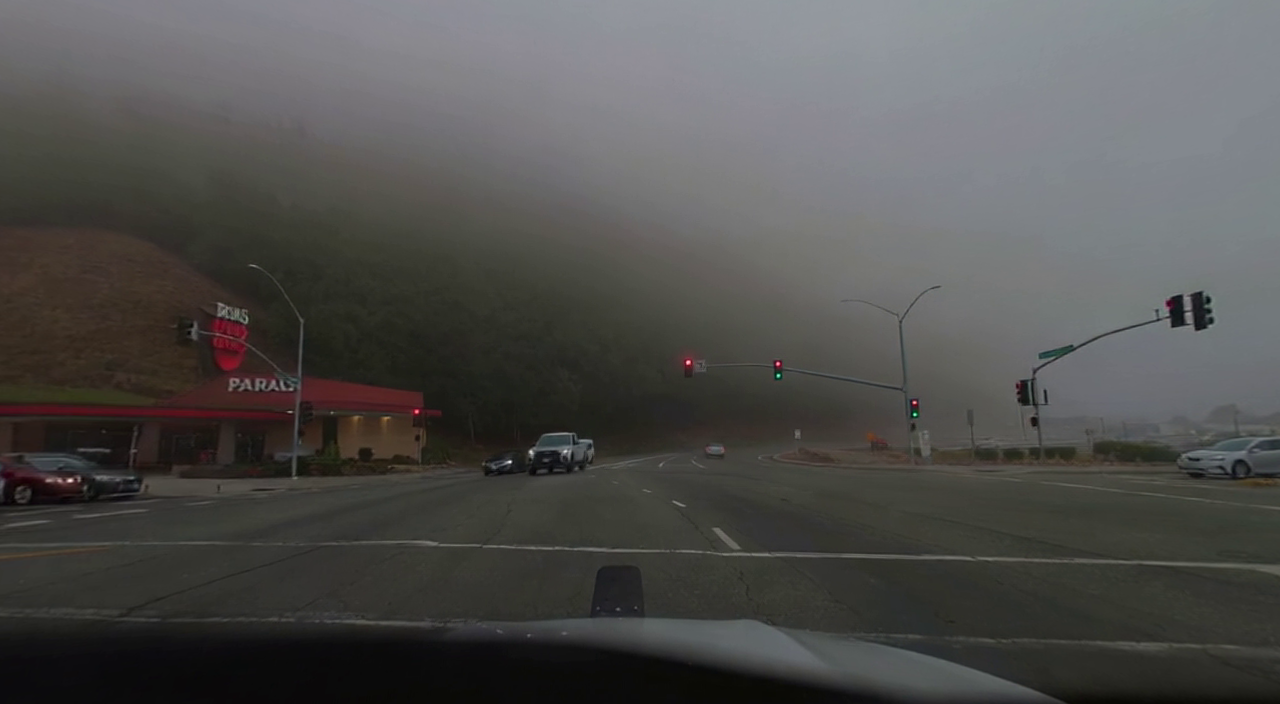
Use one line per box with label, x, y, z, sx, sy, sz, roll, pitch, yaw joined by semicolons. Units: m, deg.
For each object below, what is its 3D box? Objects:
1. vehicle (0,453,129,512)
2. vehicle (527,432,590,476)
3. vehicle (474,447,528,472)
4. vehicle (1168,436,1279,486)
vehicle;-19.809;4.198;20.524;4.440;1.748;2.033;0;-9;1
vehicle;-4.303;5.508;34.306;2.662;2.197;5.454;0;-8;1
vehicle;-10.466;8.113;47.733;2.069;1.706;4.336;-3;-9;17
vehicle;25.052;4.467;26.064;4.546;1.944;2.051;1;-9;-5
